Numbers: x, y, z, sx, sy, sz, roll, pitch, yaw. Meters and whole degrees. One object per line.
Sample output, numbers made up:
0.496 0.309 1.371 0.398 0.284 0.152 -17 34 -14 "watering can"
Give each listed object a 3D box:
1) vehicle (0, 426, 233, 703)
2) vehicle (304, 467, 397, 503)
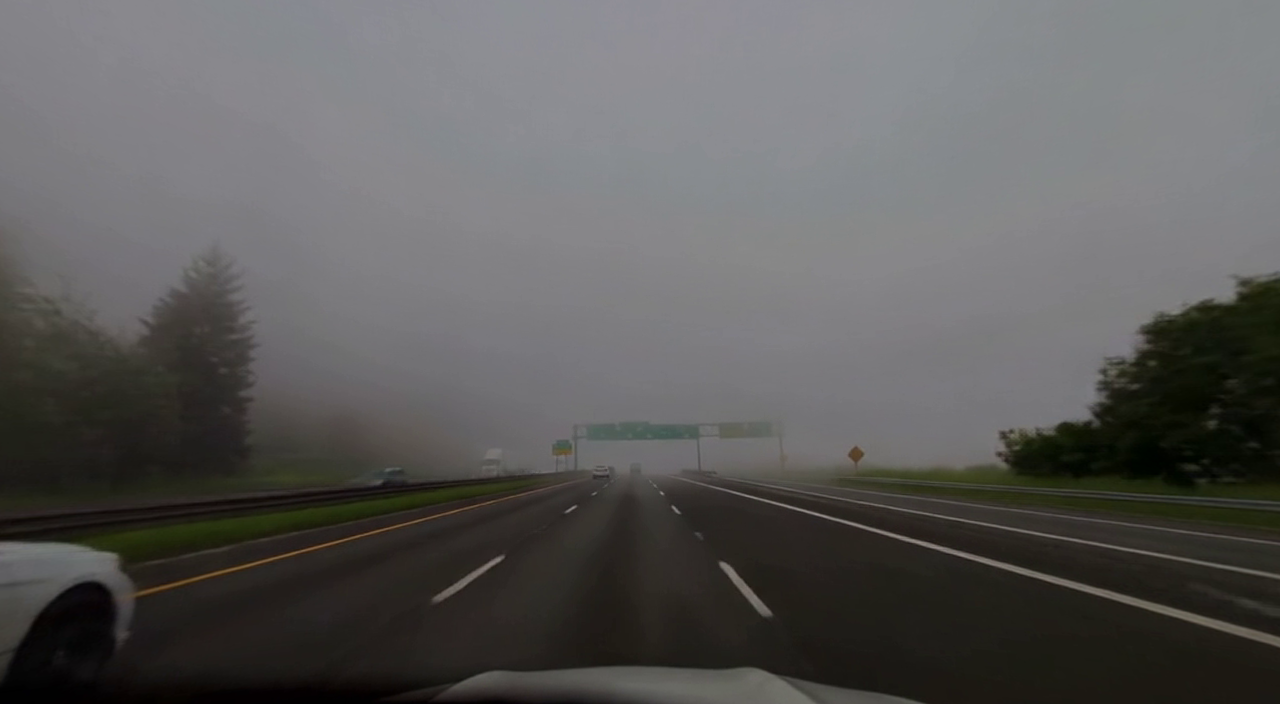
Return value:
-3.670 0.861 1.805 1.998 1.427 4.462 1 -11 0 "vehicle"
-12.665 5.835 27.930 1.914 1.433 4.551 1 -11 0 "vehicle"
